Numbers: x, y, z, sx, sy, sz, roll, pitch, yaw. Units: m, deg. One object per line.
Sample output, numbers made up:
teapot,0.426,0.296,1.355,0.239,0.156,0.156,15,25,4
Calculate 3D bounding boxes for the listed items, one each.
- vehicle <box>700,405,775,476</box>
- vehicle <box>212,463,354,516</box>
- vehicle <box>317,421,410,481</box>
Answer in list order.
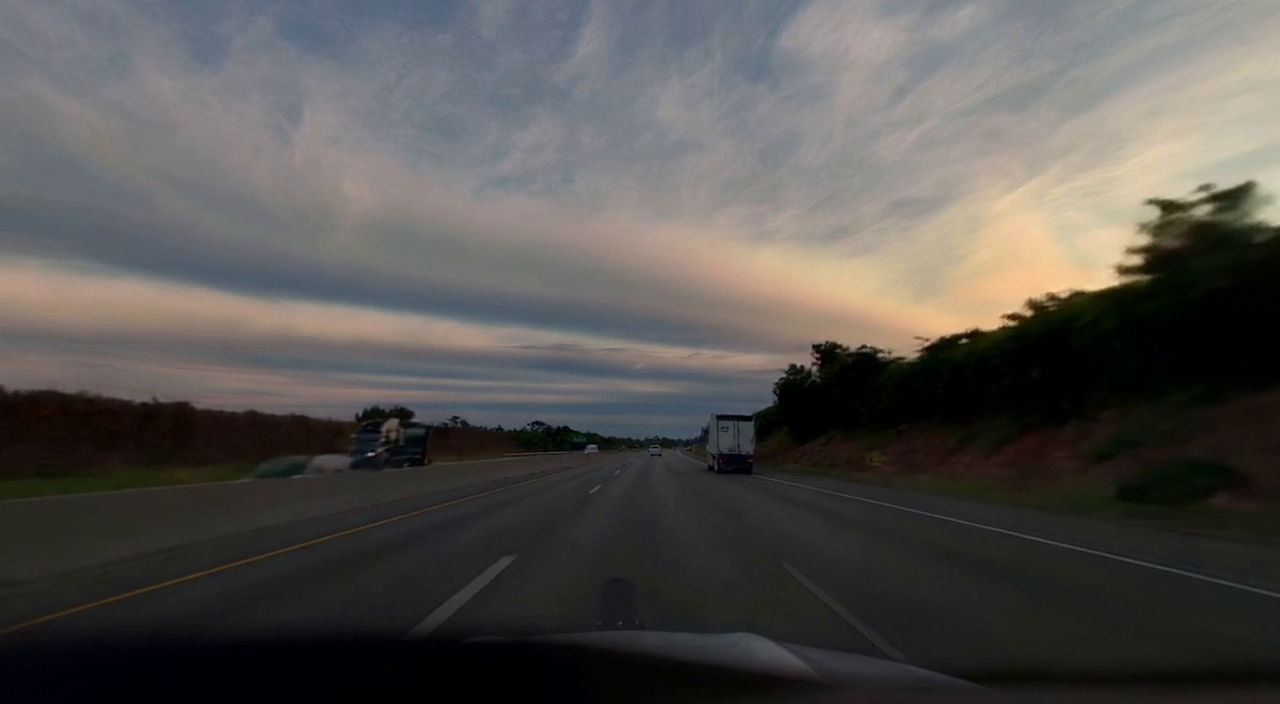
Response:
vehicle,4.994,4.815,33.924,2.771,3.313,8.121,0,-9,1
vehicle,-11.096,4.276,20.045,1.835,1.417,4.391,-1,-9,2
vehicle,-18.645,6.677,43.102,3.109,3.752,6.885,0,-8,1
